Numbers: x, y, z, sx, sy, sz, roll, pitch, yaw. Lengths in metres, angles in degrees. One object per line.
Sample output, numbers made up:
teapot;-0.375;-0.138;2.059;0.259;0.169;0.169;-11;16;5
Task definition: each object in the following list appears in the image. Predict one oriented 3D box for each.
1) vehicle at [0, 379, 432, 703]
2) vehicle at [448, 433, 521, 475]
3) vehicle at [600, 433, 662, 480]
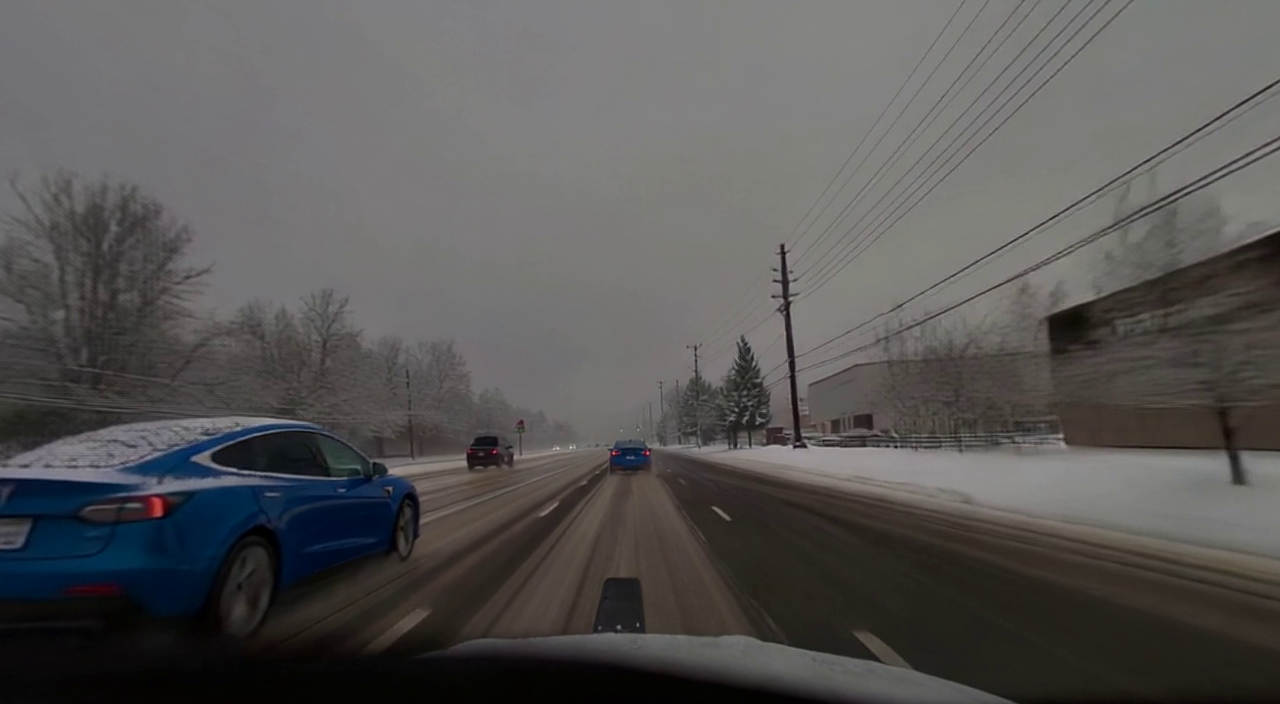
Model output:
vehicle;-3.572;1.283;5.216;1.985;1.607;4.892;0;-8;1
vehicle;-7.276;4.834;30.090;2.203;1.819;4.547;0;-8;1
vehicle;-0.324;4.025;24.555;2.189;1.652;4.135;0;-8;0
